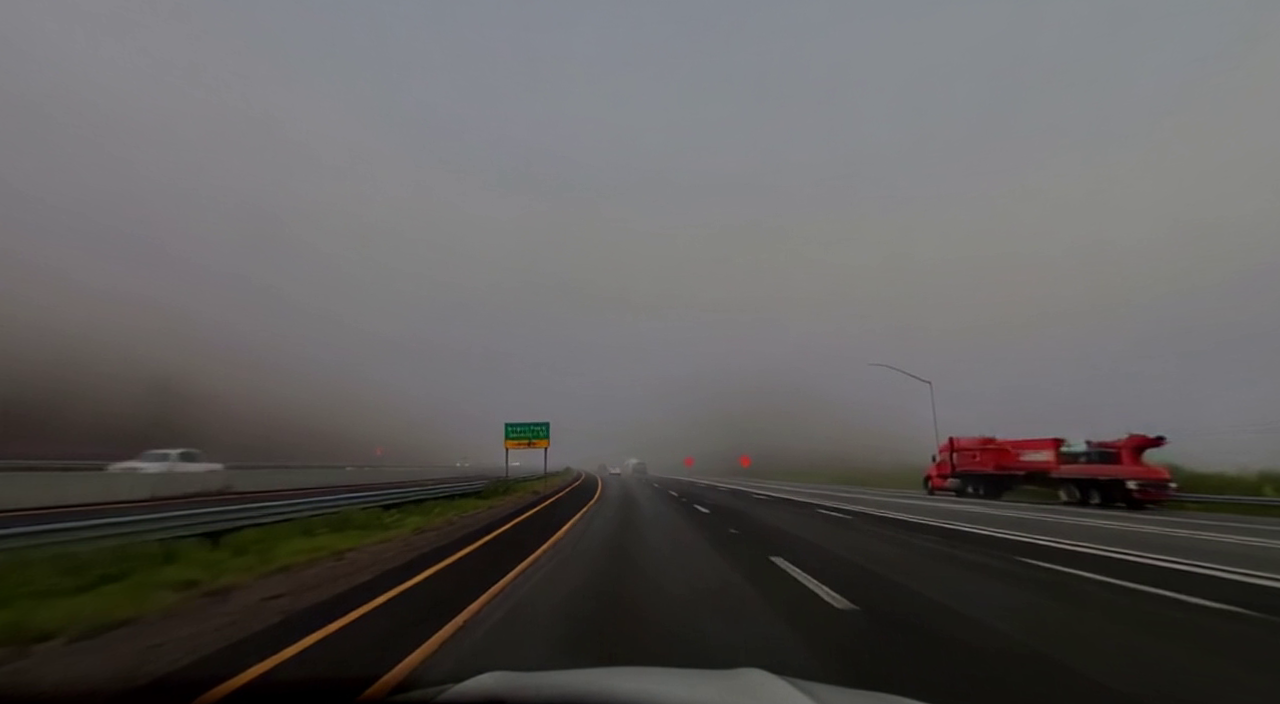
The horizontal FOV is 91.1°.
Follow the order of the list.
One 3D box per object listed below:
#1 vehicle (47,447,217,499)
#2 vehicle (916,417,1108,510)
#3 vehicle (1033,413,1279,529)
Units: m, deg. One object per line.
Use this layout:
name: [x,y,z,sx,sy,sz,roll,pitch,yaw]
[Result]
vehicle: [-16.432,3.968,20.717,1.946,1.475,4.594,1,-10,-3]
vehicle: [16.326,5.105,28.705,2.902,3.371,8.875,4,-11,-4]
vehicle: [16.836,3.946,21.025,2.827,3.120,6.502,4,-10,-3]
